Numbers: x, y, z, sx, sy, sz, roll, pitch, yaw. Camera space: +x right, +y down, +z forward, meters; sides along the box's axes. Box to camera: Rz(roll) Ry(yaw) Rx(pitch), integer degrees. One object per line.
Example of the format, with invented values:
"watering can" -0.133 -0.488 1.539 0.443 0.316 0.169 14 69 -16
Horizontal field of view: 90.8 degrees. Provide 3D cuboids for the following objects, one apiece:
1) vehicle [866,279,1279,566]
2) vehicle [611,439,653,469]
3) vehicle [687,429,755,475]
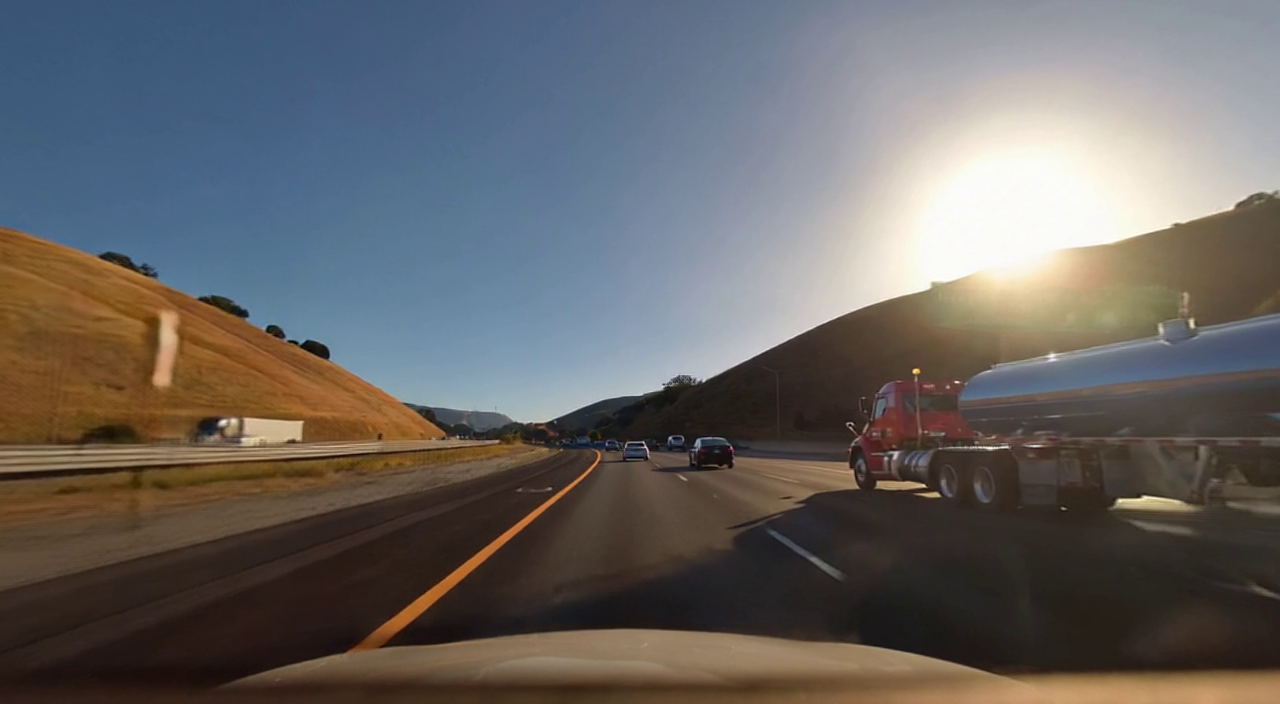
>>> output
"vehicle" 7.399 1.400 11.362 2.880 2.975 9.608 0 -9 -2
"vehicle" -0.483 5.368 33.512 2.083 1.477 3.965 0 -9 -3
"vehicle" 3.359 4.270 27.165 2.098 1.794 4.561 0 -9 -3
